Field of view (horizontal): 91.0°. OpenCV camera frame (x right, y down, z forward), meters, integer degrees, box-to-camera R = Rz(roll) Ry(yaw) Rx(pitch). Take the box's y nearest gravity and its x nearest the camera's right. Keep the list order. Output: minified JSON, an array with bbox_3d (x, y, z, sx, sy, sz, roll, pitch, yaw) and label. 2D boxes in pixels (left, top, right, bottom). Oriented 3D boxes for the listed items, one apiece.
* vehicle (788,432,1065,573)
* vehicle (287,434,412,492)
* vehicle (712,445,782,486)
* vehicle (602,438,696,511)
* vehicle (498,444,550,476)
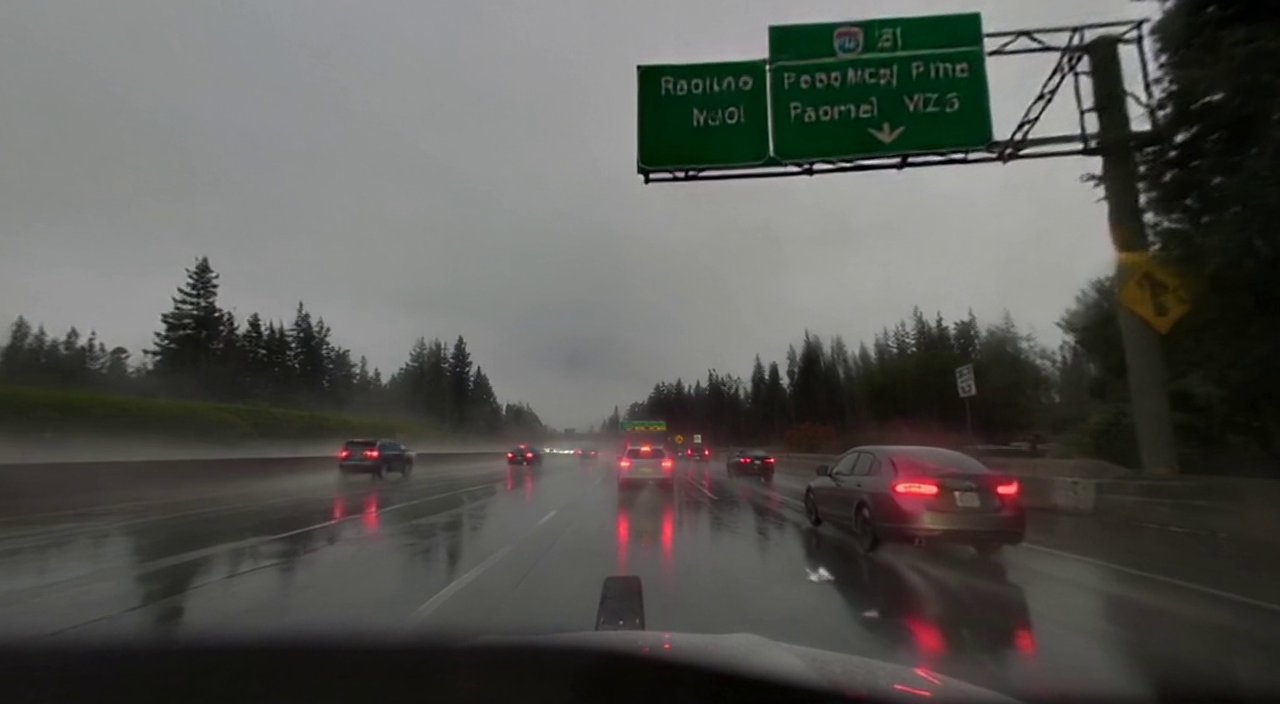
[{"bbox_3d":[3.611,1.953,8.922,2.044,1.523,3.947,0,-9,0],"label":"vehicle"},{"bbox_3d":[-10.016,3.857,22.262,1.978,1.821,4.975,0,-9,1],"label":"vehicle"},{"bbox_3d":[4.223,4.562,25.699,2.002,1.499,4.710,0,-9,-1],"label":"vehicle"},{"bbox_3d":[0.192,2.971,15.715,2.044,1.554,3.824,0,-9,0],"label":"vehicle"},{"bbox_3d":[-6.214,5.821,34.219,2.014,1.587,4.265,0,-9,0],"label":"vehicle"}]
